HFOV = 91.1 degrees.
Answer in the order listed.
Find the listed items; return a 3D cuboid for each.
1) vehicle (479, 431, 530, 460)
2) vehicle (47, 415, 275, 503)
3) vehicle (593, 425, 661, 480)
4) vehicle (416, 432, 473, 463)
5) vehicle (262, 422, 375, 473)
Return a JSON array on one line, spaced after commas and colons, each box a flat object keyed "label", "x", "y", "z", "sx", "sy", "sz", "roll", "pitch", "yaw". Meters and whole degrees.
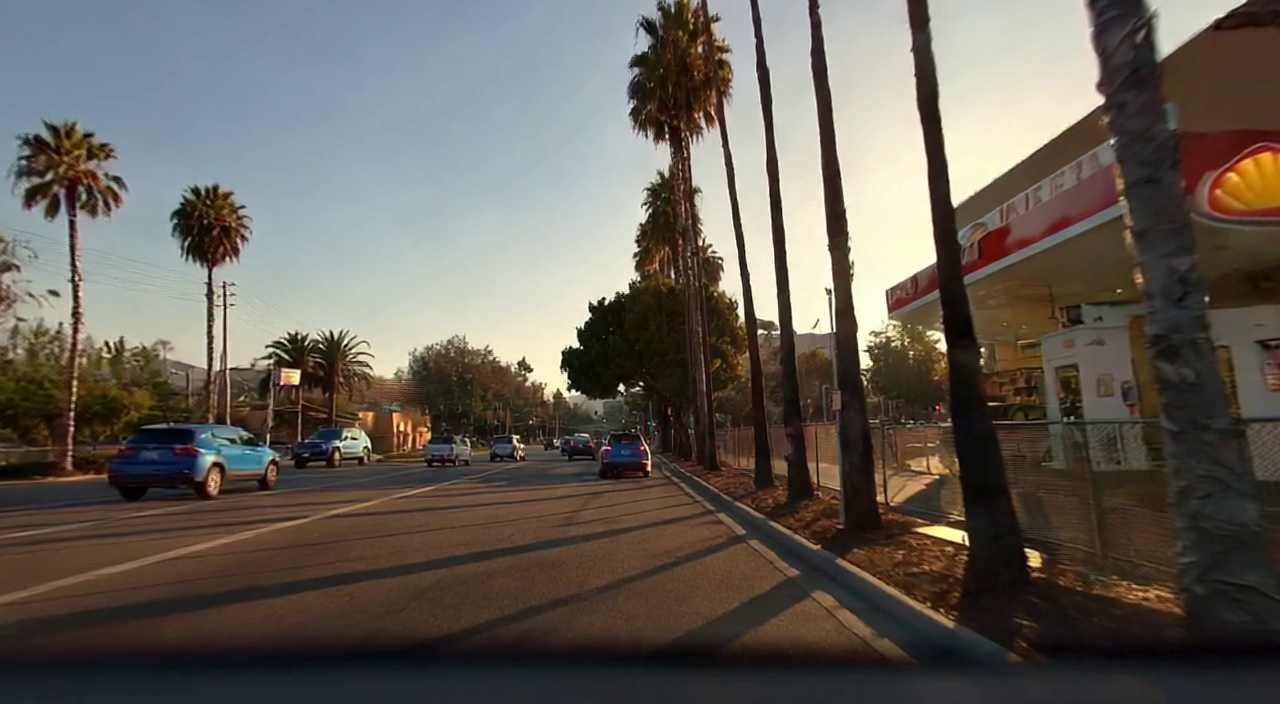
[{"label": "vehicle", "x": -7.914, "y": 5.504, "z": 37.029, "sx": 2.099, "sy": 1.608, "sz": 4.420, "roll": 0, "pitch": -8, "yaw": -1}, {"label": "vehicle", "x": -10.904, "y": 2.472, "z": 14.827, "sx": 1.965, "sy": 1.743, "sz": 4.327, "roll": 0, "pitch": -8, "yaw": -1}, {"label": "vehicle", "x": -0.413, "y": 3.447, "z": 21.718, "sx": 2.121, "sy": 1.710, "sz": 3.893, "roll": 0, "pitch": -8, "yaw": 0}, {"label": "vehicle", "x": -11.698, "y": 5.769, "z": 37.932, "sx": 1.998, "sy": 1.731, "sz": 4.952, "roll": 0, "pitch": -8, "yaw": -1}, {"label": "vehicle", "x": -16.315, "y": 4.917, "z": 32.421, "sx": 2.726, "sy": 2.339, "sz": 6.253, "roll": 0, "pitch": -8, "yaw": -3}]
